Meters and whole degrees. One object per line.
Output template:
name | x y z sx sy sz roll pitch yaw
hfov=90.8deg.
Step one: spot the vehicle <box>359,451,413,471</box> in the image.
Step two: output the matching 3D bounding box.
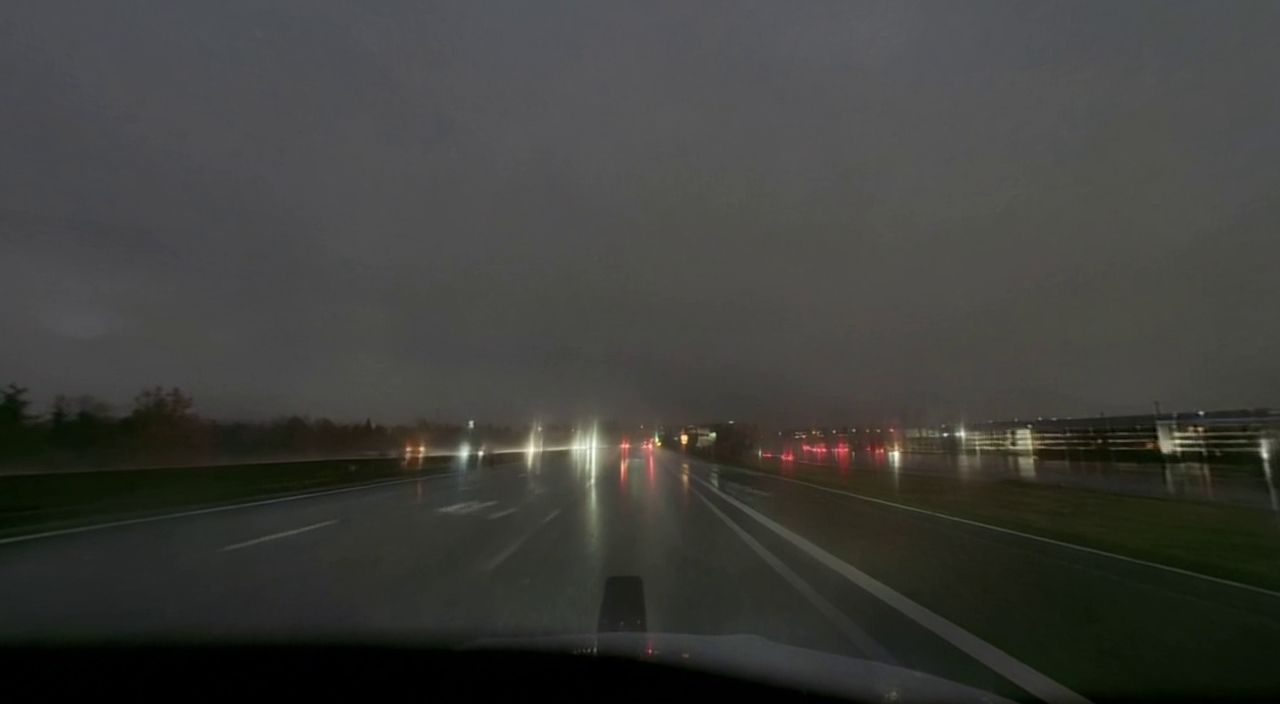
vehicle | -18.317 7.844 45.739 2.133 1.364 4.258 0 -9 1
